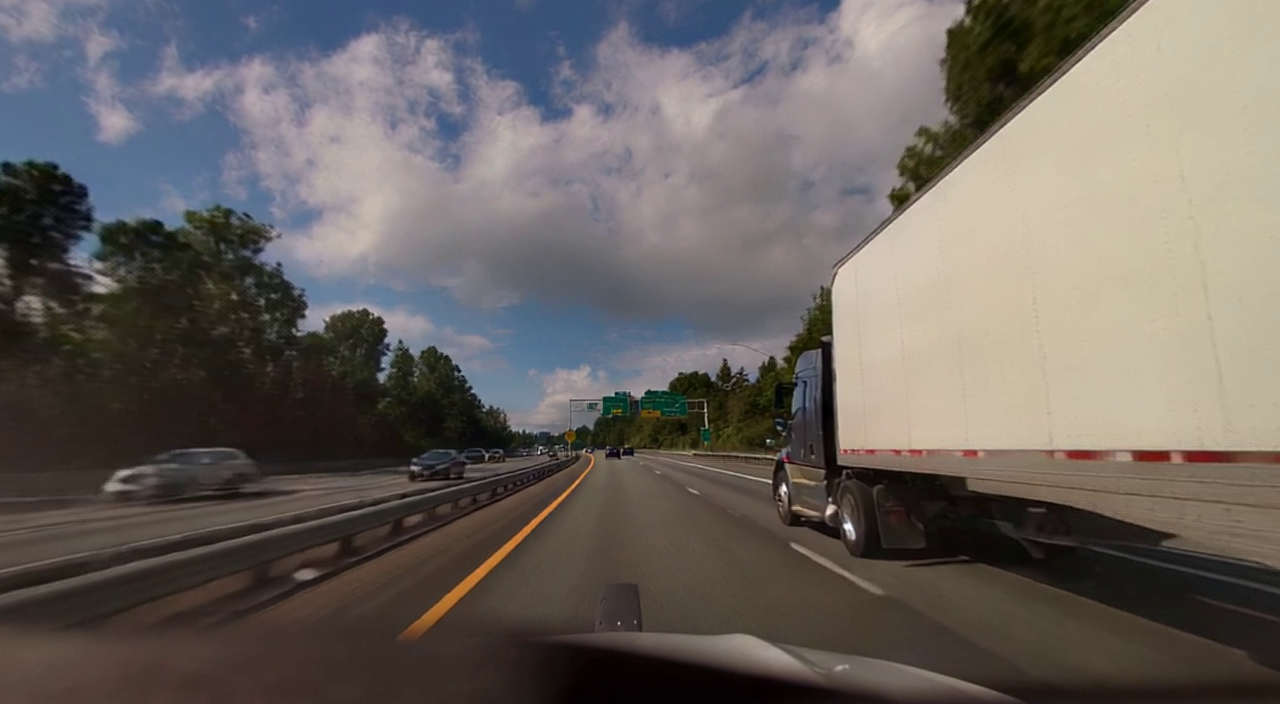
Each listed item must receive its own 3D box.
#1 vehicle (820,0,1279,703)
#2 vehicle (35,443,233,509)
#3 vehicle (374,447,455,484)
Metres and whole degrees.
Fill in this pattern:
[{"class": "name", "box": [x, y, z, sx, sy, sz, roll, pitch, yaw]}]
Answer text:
[{"class": "vehicle", "box": [4.329, -0.094, 4.128, 3.016, 3.971, 10.405, 0, -9, -1]}, {"class": "vehicle", "box": [-14.097, 3.434, 17.913, 1.928, 1.599, 4.549, 0, -9, -2]}, {"class": "vehicle", "box": [-10.009, 5.037, 28.234, 1.977, 1.511, 4.668, 0, -9, -1]}]
